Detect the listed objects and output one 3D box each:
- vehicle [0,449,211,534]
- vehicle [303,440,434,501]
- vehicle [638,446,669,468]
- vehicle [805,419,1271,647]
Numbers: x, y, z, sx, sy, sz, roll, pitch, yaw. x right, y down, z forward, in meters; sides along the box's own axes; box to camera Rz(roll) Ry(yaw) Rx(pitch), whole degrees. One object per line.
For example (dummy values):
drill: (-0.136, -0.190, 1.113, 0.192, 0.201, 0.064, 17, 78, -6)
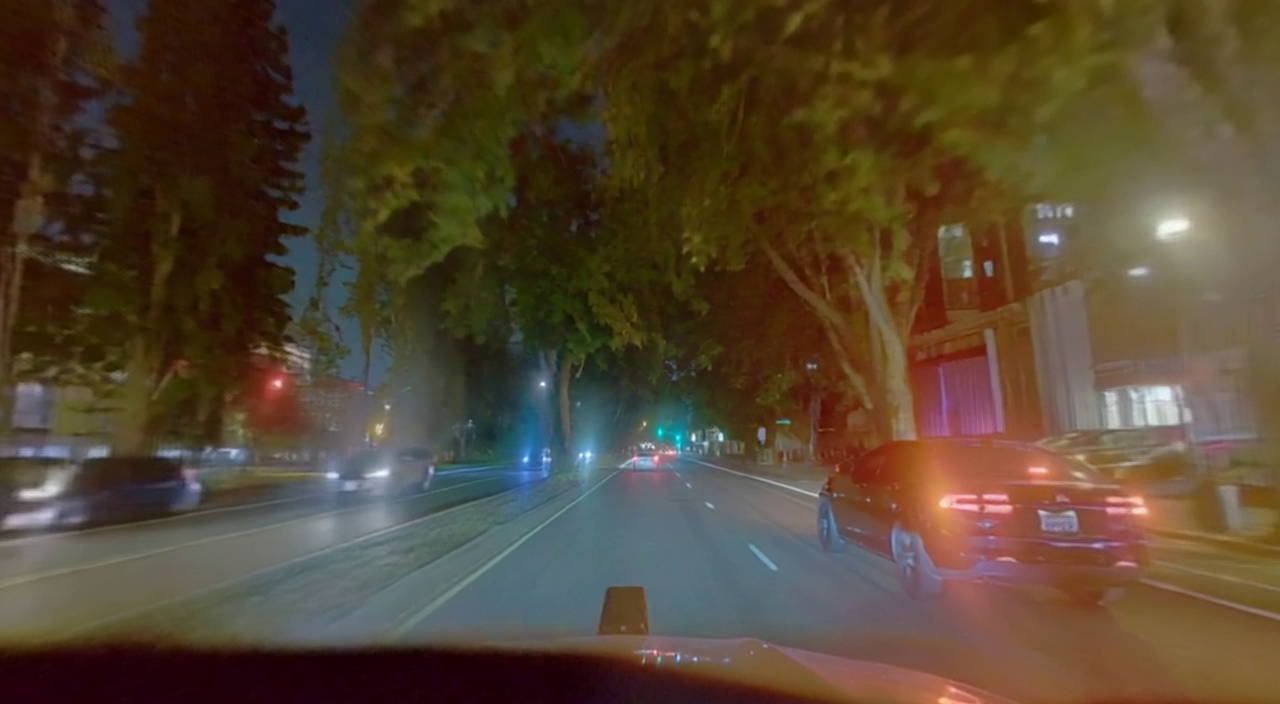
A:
vehicle: (-12.022, 3.015, 14.149, 1.869, 1.529, 4.355, -2, -9, -3)
vehicle: (-8.208, 3.585, 19.602, 2.013, 1.637, 4.479, -1, -8, 1)
vehicle: (0.859, 6.857, 41.433, 1.945, 1.343, 3.827, 0, -8, 0)
vehicle: (3.204, 1.514, 6.306, 1.989, 1.498, 4.050, 0, -8, 0)
